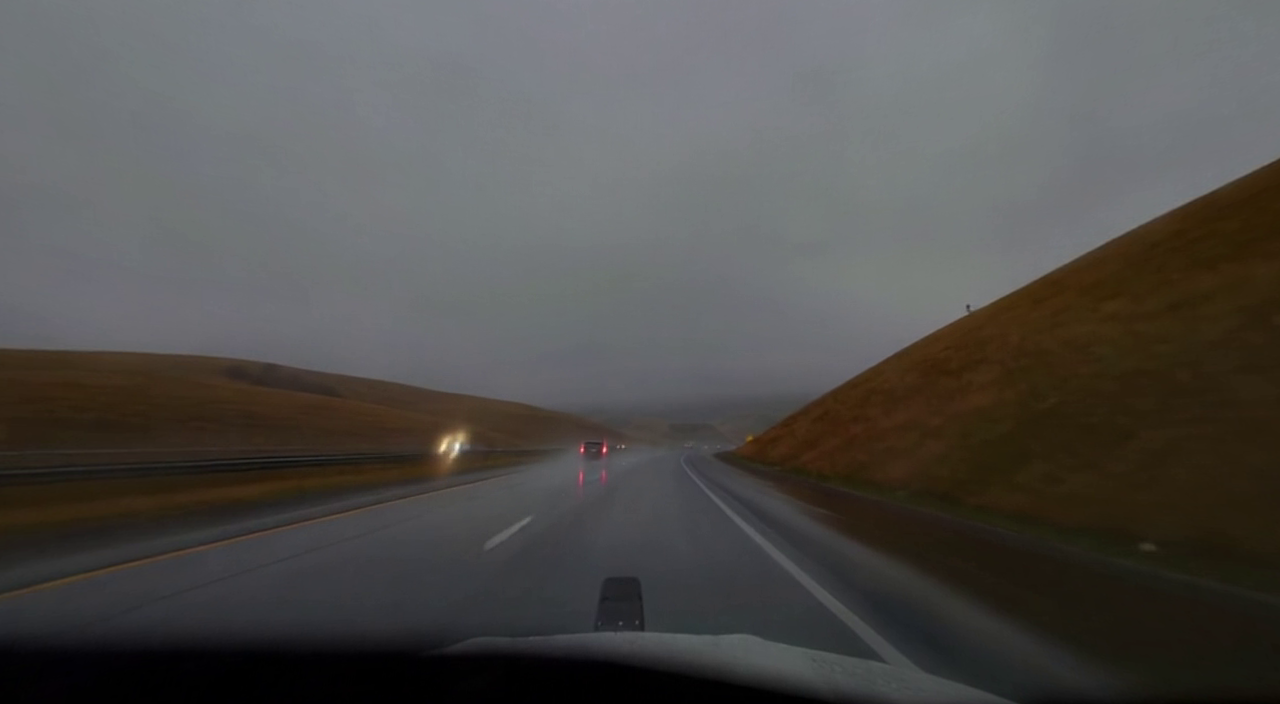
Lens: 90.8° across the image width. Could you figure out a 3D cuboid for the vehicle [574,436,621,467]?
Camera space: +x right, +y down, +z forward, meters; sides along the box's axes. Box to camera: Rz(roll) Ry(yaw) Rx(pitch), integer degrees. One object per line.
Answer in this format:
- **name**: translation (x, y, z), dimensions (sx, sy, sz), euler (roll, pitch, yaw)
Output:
- **vehicle**: translation (-2.489, 5.973, 38.140), dimensions (2.252, 1.743, 4.560), euler (-1, -8, 3)
